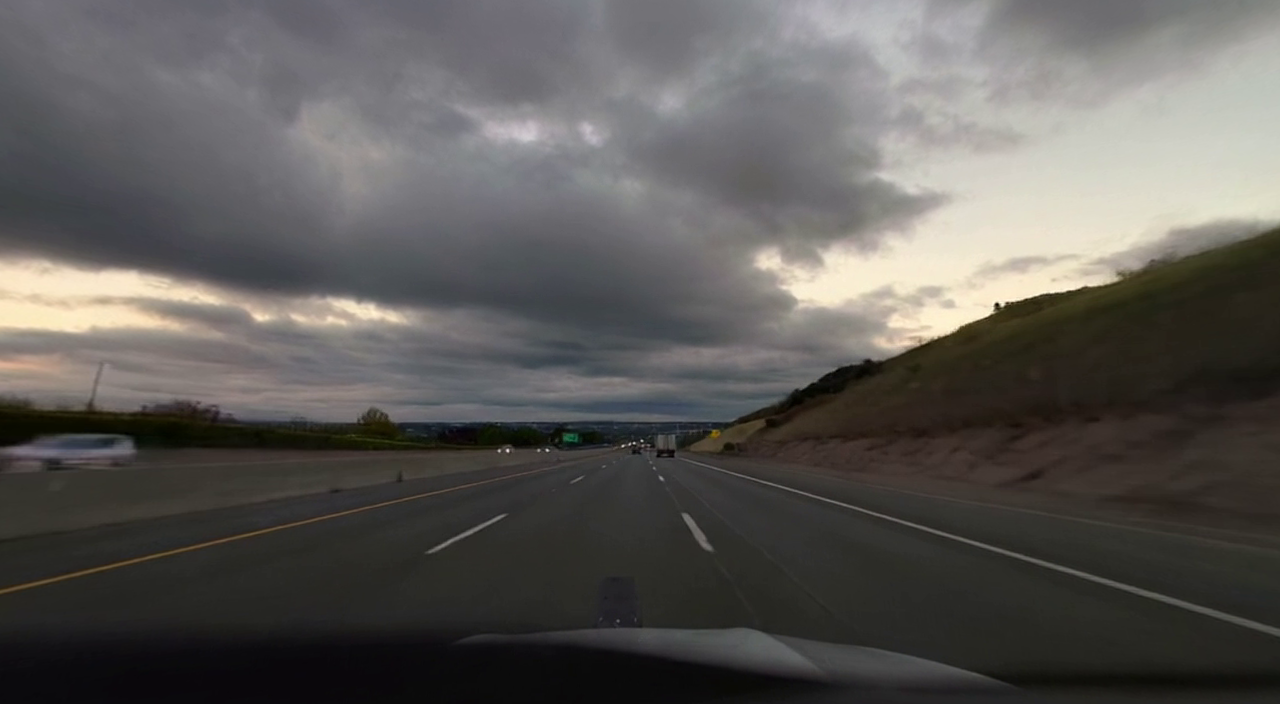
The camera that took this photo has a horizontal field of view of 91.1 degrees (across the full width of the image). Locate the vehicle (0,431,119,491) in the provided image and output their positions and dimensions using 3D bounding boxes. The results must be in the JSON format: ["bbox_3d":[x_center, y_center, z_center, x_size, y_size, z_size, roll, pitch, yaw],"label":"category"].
[{"bbox_3d":[-19.363,3.409,19.810,2.050,1.689,4.458,0,-9,-1],"label":"vehicle"}]
